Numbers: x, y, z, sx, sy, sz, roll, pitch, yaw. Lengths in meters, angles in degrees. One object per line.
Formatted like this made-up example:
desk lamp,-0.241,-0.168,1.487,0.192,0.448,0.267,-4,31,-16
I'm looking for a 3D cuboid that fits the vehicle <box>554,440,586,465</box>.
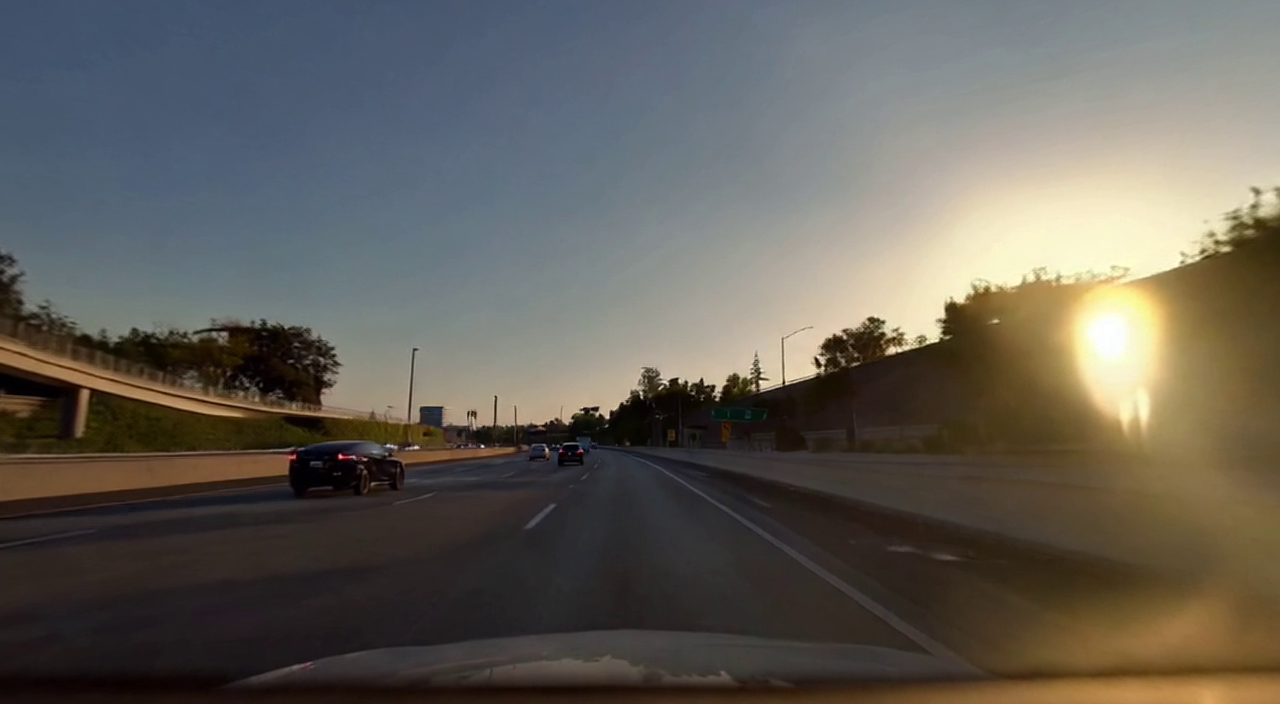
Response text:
vehicle,-4.789,6.920,43.734,1.971,1.643,4.009,0,-8,-2
